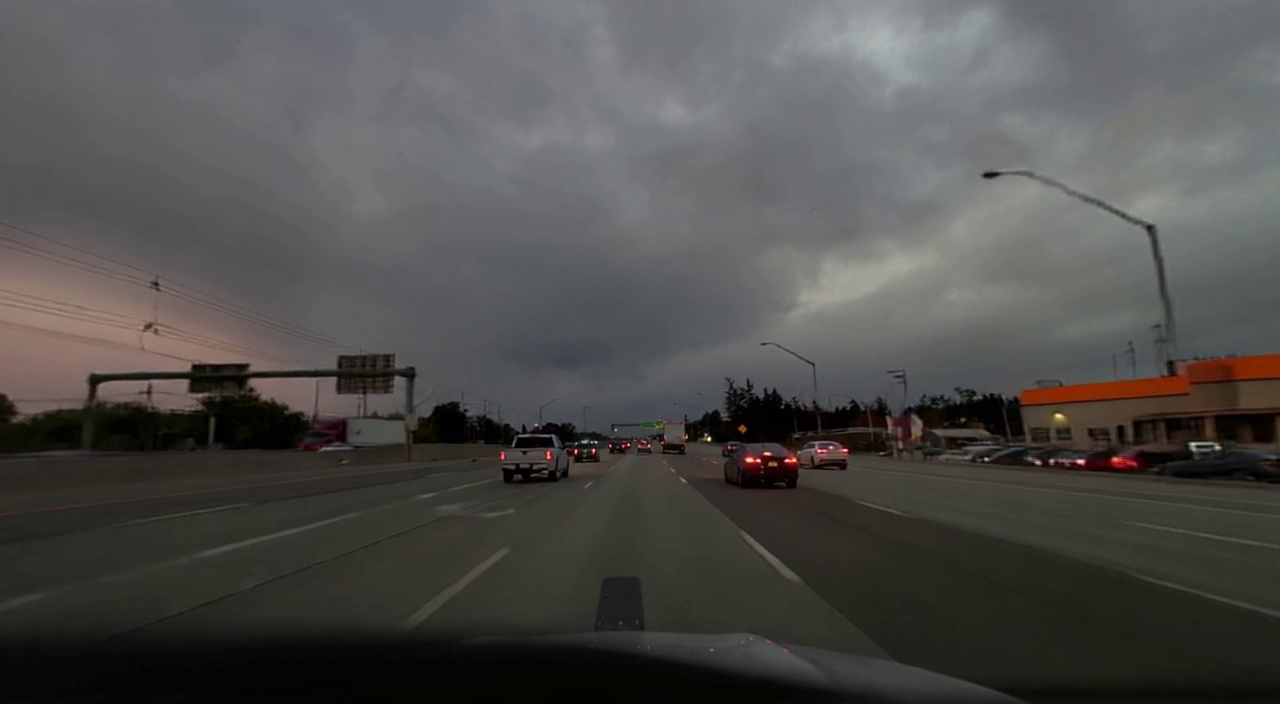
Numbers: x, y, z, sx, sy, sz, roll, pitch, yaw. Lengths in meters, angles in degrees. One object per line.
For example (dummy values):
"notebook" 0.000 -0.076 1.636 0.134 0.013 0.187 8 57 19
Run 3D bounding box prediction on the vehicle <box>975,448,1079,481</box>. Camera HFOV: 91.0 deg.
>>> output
"vehicle" 28.006 8.144 45.763 5.755 2.190 2.484 -2 -9 2

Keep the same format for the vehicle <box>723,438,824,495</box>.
"vehicle" 3.820 3.363 18.878 1.980 1.501 4.433 0 -9 -1

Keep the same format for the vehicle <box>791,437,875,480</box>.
"vehicle" 7.758 4.329 25.733 2.075 1.587 3.947 0 -9 -1

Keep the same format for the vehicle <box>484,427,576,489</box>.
"vehicle" -3.457 3.437 20.731 2.130 1.799 4.583 0 -9 1

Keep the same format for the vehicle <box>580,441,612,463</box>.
"vehicle" -3.107 7.106 44.906 1.929 1.521 4.097 0 -9 1

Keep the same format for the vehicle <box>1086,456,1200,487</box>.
"vehicle" 29.786 7.065 37.440 4.811 1.723 2.138 0 -9 4
